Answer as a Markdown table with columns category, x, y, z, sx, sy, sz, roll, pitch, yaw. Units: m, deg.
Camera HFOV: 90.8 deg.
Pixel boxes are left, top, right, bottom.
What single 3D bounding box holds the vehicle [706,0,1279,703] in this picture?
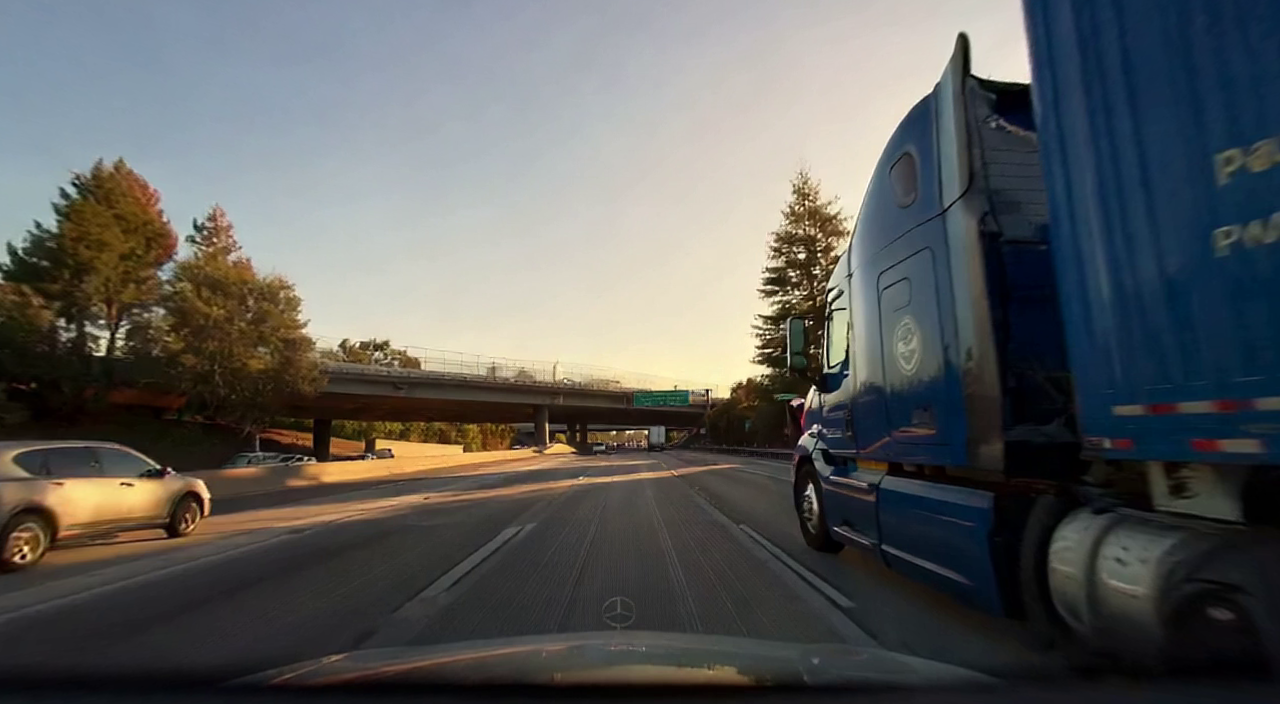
| category | x | y | z | sx | sy | sz | roll | pitch | yaw |
| --- | --- | --- | --- | --- | --- | --- | --- | --- | --- |
| vehicle | 3.110 | 0.452 | 8.262 | 2.985 | 3.985 | 10.516 | 0 | -9 | -2 |

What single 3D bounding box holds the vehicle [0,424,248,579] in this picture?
| category | x | y | z | sx | sy | sz | roll | pitch | yaw |
| --- | --- | --- | --- | --- | --- | --- | --- | --- | --- |
| vehicle | -7.288 | 1.712 | 7.817 | 2.033 | 1.494 | 4.508 | 0 | -9 | -1 |
